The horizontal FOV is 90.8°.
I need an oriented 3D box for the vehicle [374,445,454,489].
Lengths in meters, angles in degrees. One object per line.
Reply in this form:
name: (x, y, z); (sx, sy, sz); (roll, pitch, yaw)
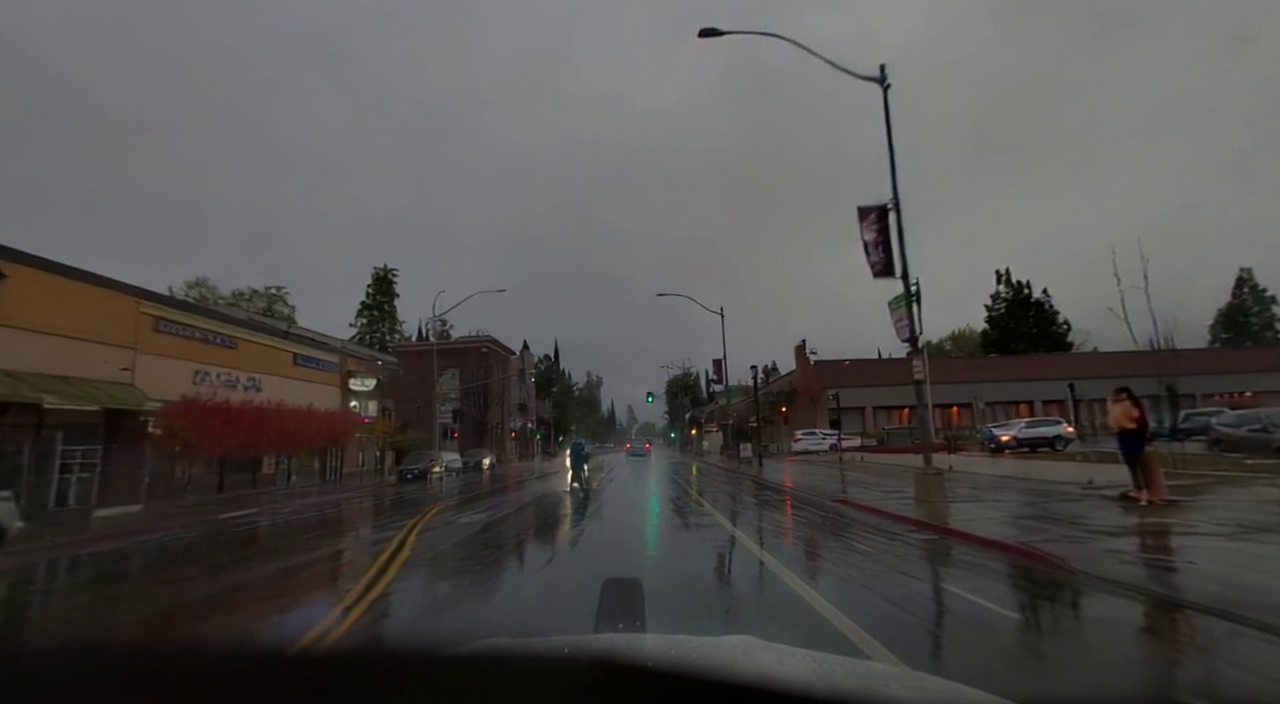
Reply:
vehicle: (-10.881, 5.523, 30.837); (2.033, 1.930, 4.786); (0, -8, 1)

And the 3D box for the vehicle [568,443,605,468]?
vehicle: (-3.203, 6.308, 38.730); (1.987, 1.461, 4.228); (0, -8, -1)

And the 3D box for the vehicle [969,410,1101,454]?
vehicle: (16.697, 3.433, 26.887); (4.135, 1.753, 2.122); (0, -8, 2)

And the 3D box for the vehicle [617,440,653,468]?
vehicle: (-0.273, 6.229, 38.850); (2.105, 1.611, 3.750); (0, -8, 0)
